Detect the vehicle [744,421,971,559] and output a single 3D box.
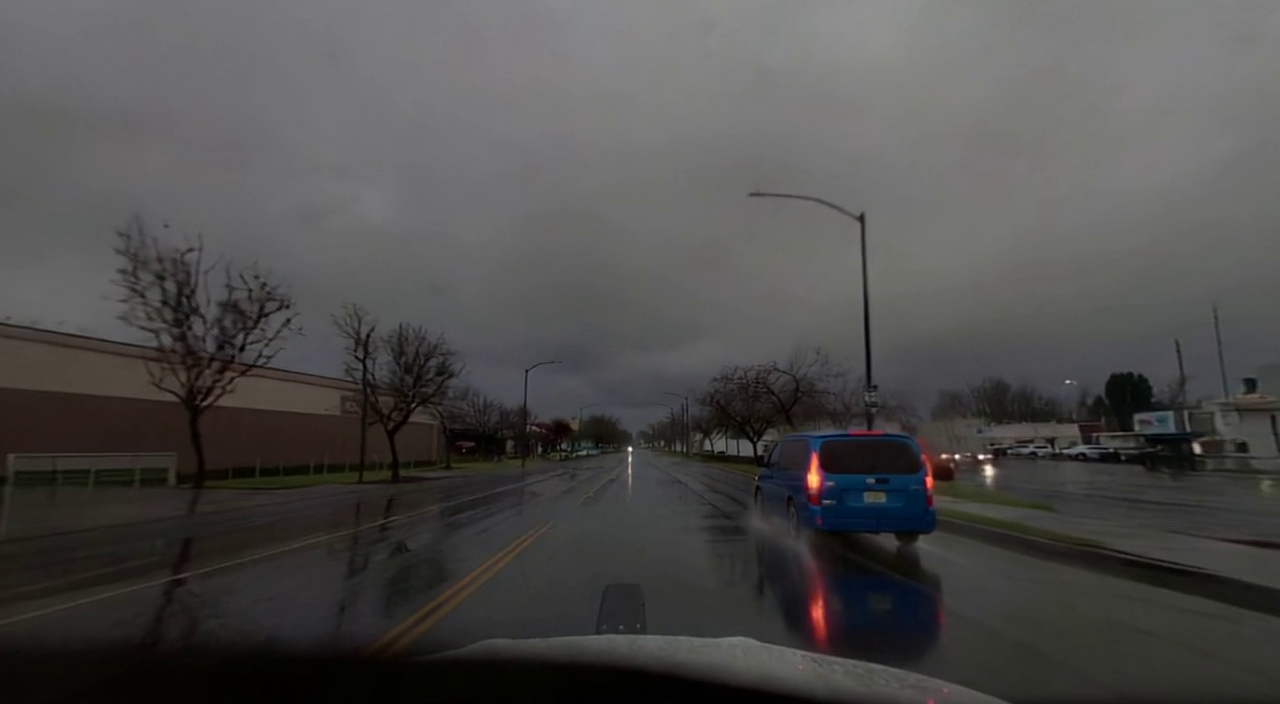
[{"bbox_3d":[3.337,2.235,10.966,2.202,1.822,4.826,0,-9,0],"label":"vehicle"}]
